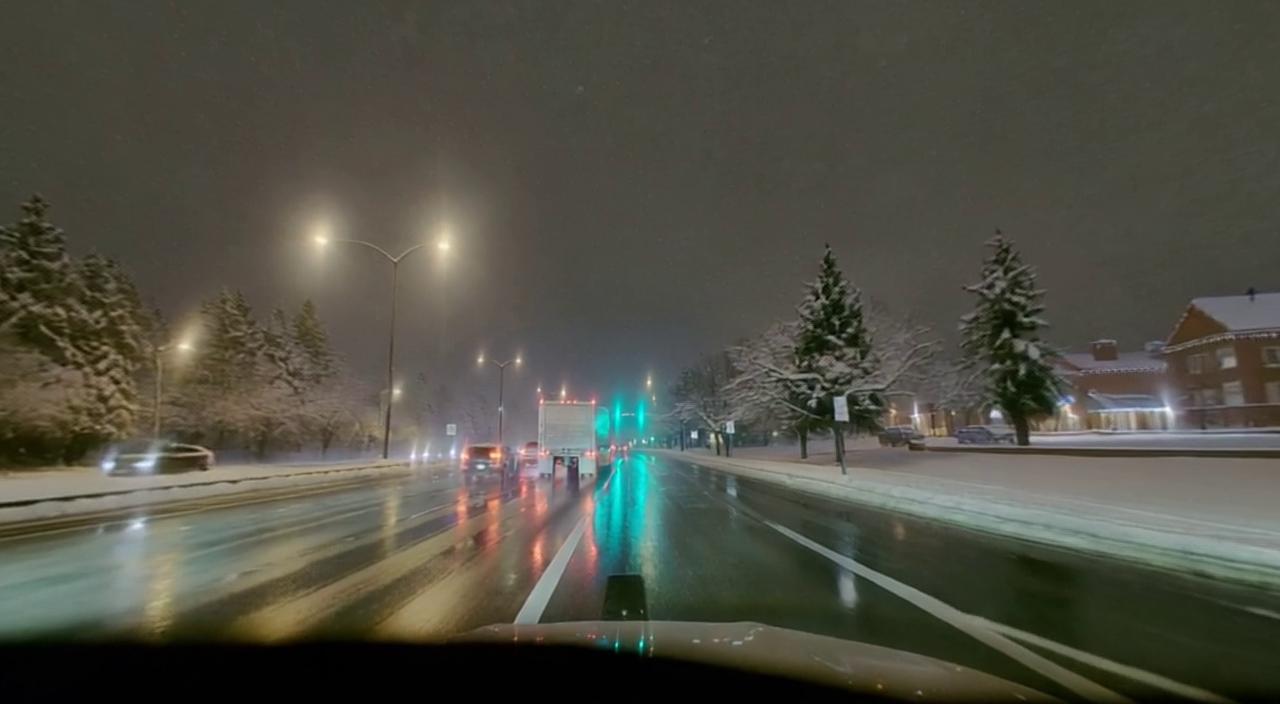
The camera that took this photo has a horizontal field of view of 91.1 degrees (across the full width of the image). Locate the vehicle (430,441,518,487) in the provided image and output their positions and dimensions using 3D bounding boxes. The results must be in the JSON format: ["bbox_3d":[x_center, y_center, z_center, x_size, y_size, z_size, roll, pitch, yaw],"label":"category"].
[{"bbox_3d":[-5.804,3.956,22.471,2.023,1.483,4.143,0,-9,0],"label":"vehicle"}]

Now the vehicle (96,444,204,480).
[{"bbox_3d":[-25.486,5.735,32.931,1.937,1.706,4.617,0,-9,0],"label":"vehicle"}]

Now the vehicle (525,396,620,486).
[{"bbox_3d":[-2.411,3.561,24.901,2.993,3.051,6.692,0,-9,0],"label":"vehicle"}]

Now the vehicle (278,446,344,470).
[{"bbox_3d":[-21.987,7.107,42.175,1.887,1.488,4.759,0,-9,0],"label":"vehicle"}]
